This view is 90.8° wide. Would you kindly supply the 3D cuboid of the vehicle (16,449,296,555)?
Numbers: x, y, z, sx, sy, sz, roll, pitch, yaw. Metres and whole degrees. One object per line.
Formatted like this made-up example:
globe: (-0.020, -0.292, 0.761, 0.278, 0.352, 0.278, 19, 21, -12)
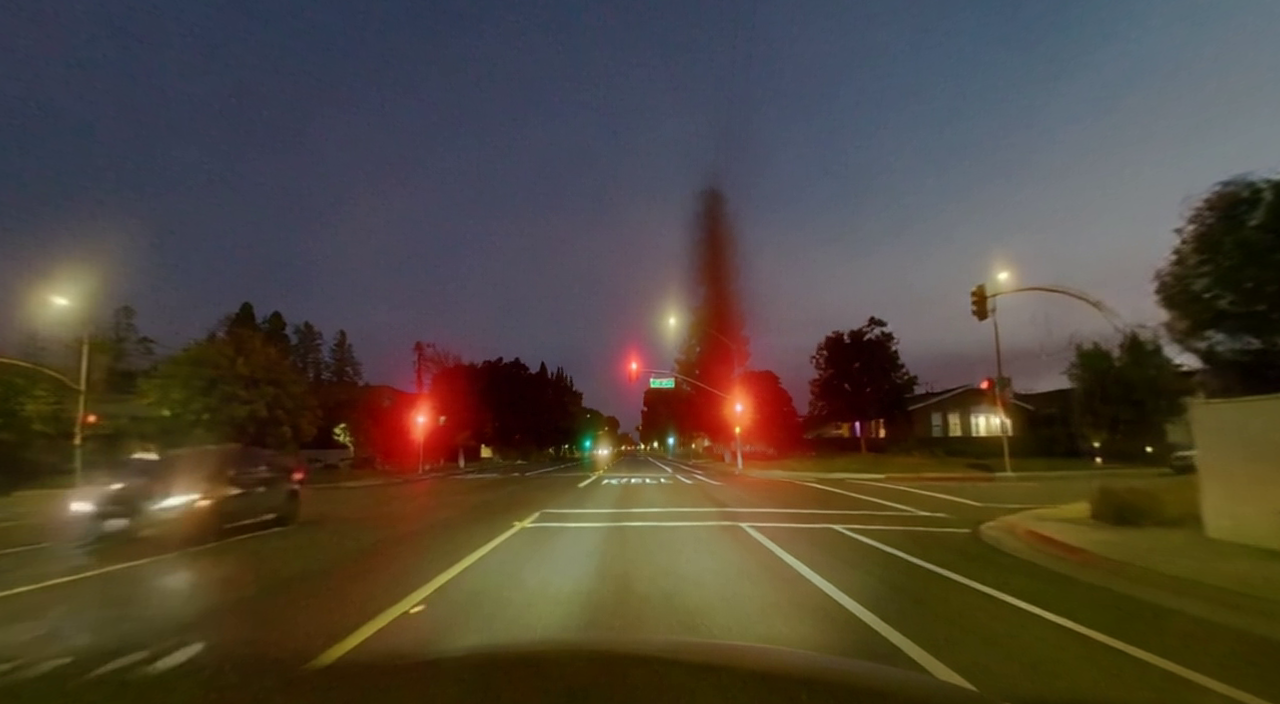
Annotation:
vehicle: (-8.062, 2.475, 11.091, 1.869, 1.497, 3.768, 0, -9, 0)
